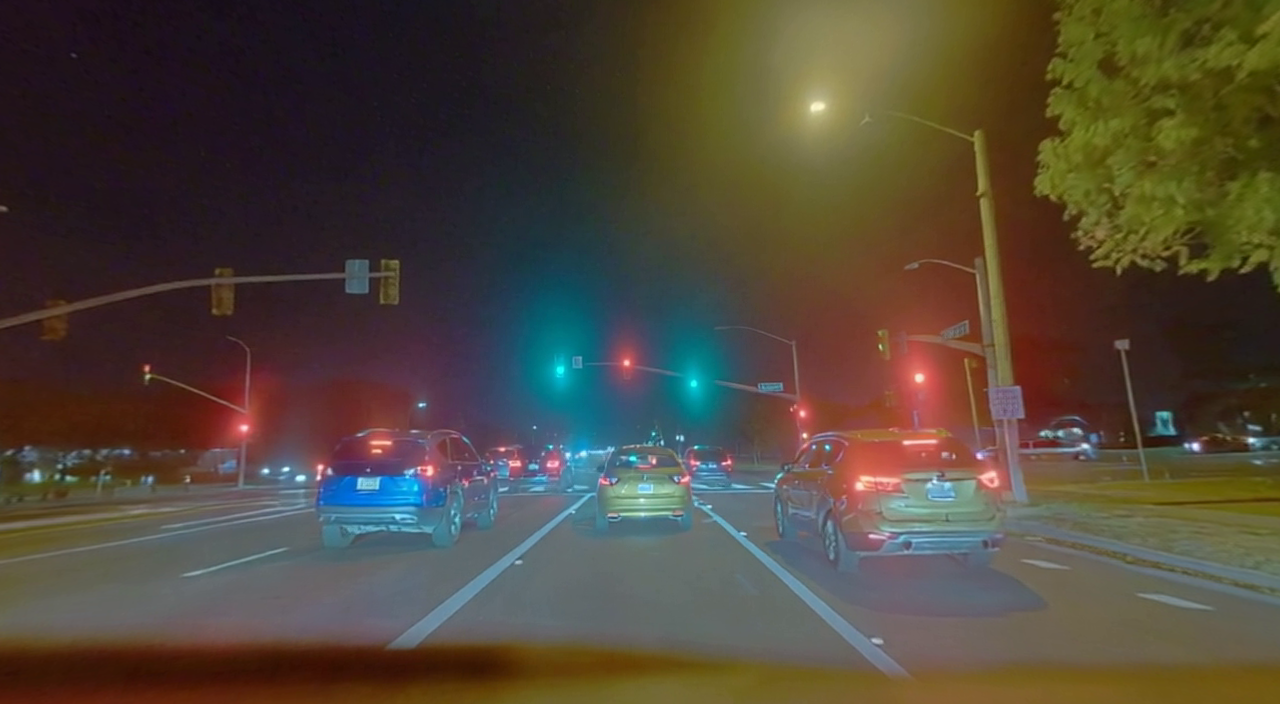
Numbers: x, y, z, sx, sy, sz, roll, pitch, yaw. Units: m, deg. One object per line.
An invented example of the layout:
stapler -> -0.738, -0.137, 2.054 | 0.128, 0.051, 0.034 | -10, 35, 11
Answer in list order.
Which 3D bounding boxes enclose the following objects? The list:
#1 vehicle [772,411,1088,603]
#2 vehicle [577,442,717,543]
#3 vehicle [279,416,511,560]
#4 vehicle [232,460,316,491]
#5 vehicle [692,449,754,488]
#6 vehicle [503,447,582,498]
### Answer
vehicle -> 3.138, 1.763, 8.082 | 1.880, 1.747, 4.500 | 0, -9, 0
vehicle -> 0.056, 2.361, 11.216 | 2.051, 1.460, 3.932 | 0, -9, -1
vehicle -> -3.495, 2.014, 10.006 | 1.889, 1.767, 4.289 | 0, -9, 1
vehicle -> -22.600, 7.587, 38.783 | 4.931, 1.736, 1.969 | -5, -10, 26
vehicle -> 3.366, 4.826, 26.394 | 2.038, 1.476, 4.356 | 0, -9, 1
vehicle -> -3.148, 3.955, 21.036 | 1.868, 1.516, 4.114 | 0, -9, 2
